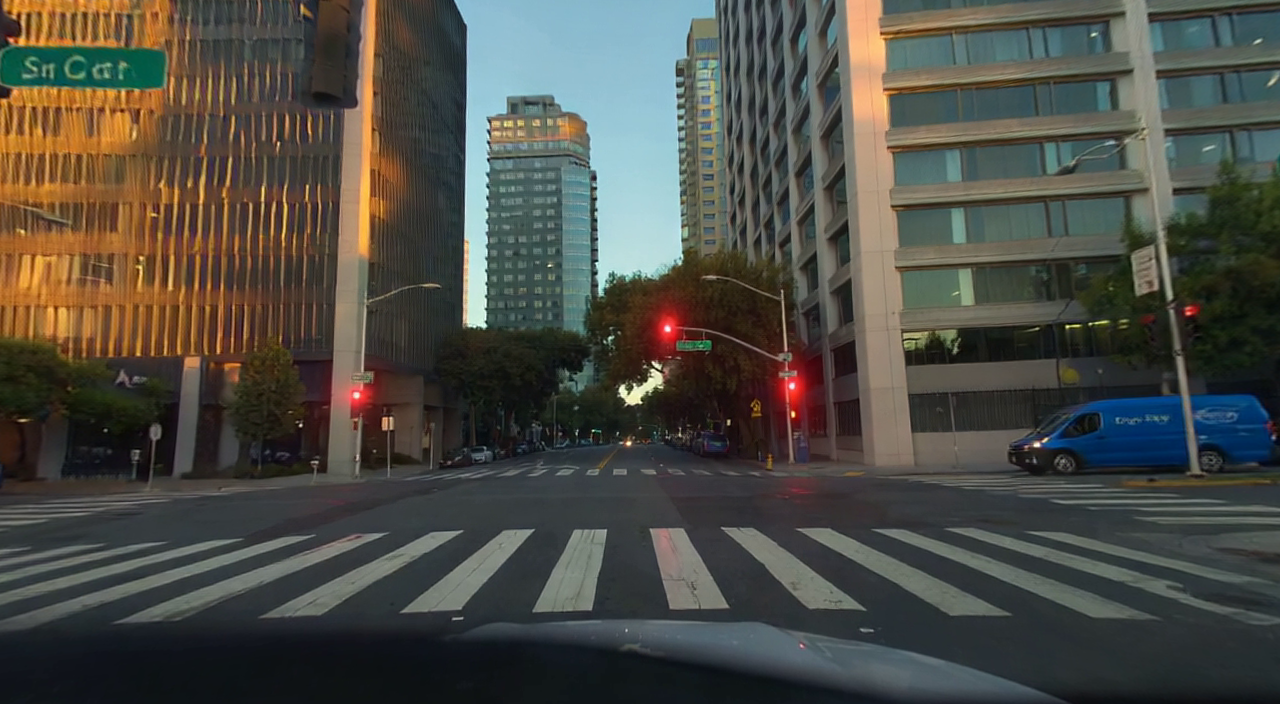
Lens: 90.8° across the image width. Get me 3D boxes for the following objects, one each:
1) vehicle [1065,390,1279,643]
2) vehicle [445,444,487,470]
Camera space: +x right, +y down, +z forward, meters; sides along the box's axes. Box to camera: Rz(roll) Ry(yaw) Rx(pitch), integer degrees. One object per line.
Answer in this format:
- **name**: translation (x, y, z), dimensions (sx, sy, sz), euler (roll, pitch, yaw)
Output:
- **vehicle**: translation (5.657, 1.138, 4.262), dimensions (2.070, 1.804, 4.881), euler (0, -8, -1)
- **vehicle**: translation (-12.450, 7.505, 45.379), dimensions (1.935, 1.639, 4.244), euler (-3, -8, -2)
